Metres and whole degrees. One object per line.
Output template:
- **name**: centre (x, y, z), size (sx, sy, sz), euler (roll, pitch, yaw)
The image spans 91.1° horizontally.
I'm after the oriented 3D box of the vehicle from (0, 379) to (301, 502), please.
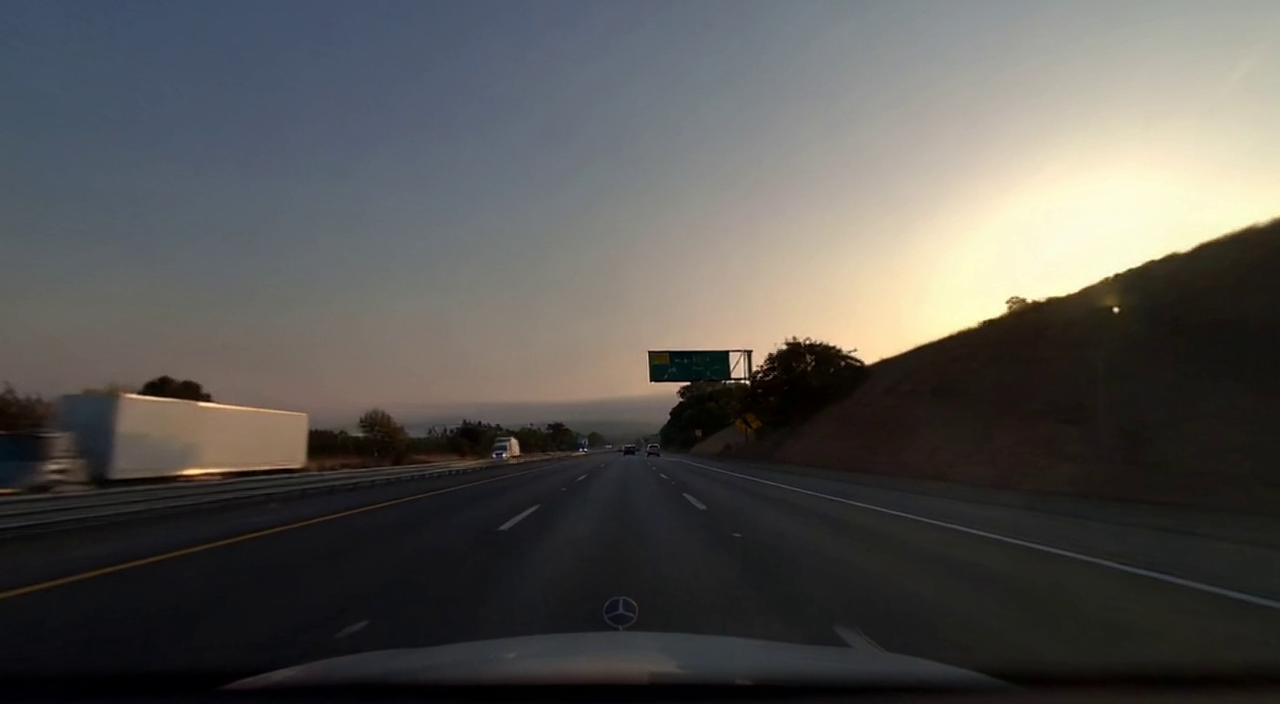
- **vehicle**: centre (-20.615, 3.892, 26.931), size (3.344, 3.633, 16.705), euler (0, -9, -2)
